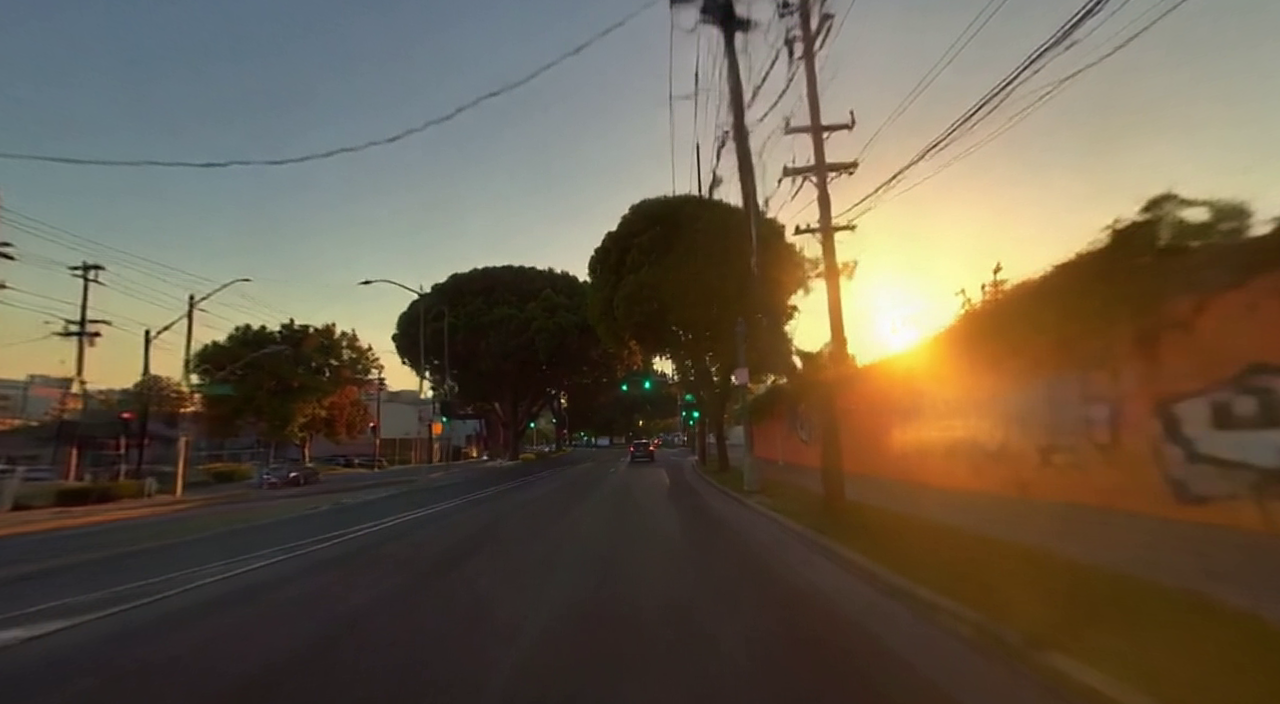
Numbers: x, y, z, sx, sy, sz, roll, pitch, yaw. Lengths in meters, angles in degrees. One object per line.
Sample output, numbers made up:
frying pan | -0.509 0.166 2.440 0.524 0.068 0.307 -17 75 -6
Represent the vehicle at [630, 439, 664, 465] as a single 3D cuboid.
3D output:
vehicle | 0.414 6.529 41.245 2.105 1.611 3.750 0 -8 0
